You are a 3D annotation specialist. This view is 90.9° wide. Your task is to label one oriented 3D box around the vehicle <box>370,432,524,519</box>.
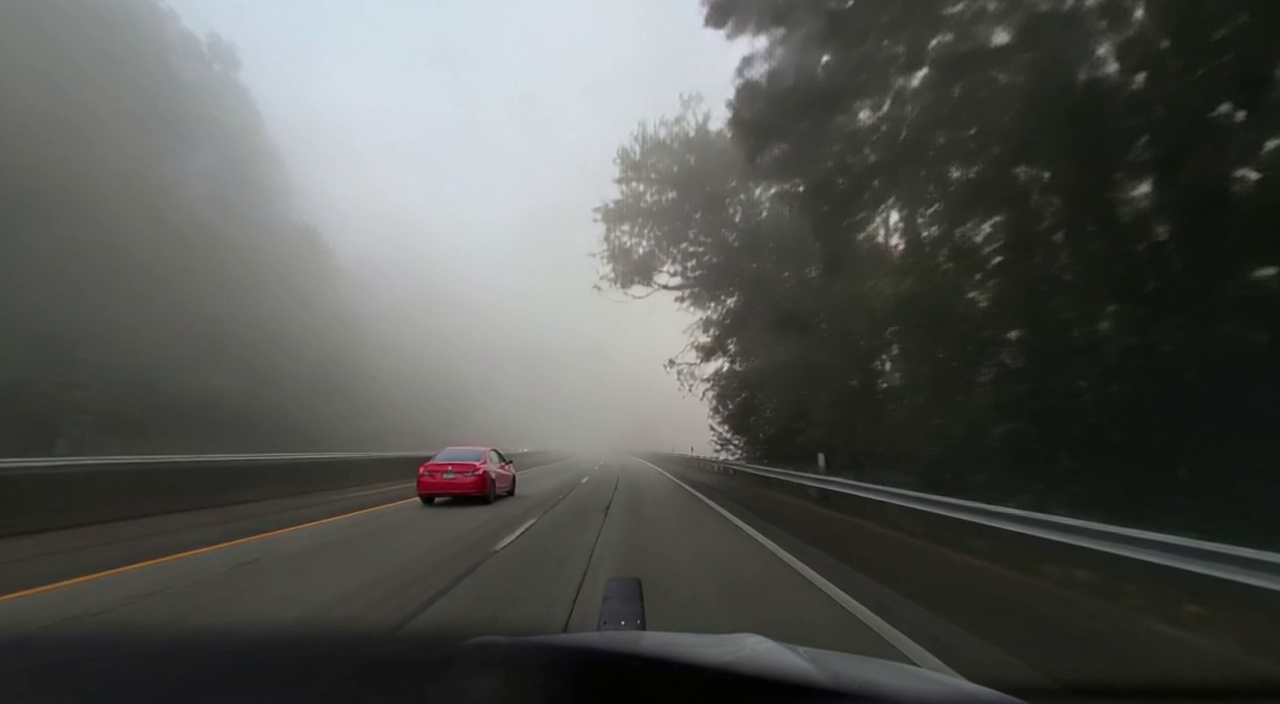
[{"bbox_3d":[-3.808,2.506,13.242,1.990,1.532,3.911,0,-9,0],"label":"vehicle"}]
